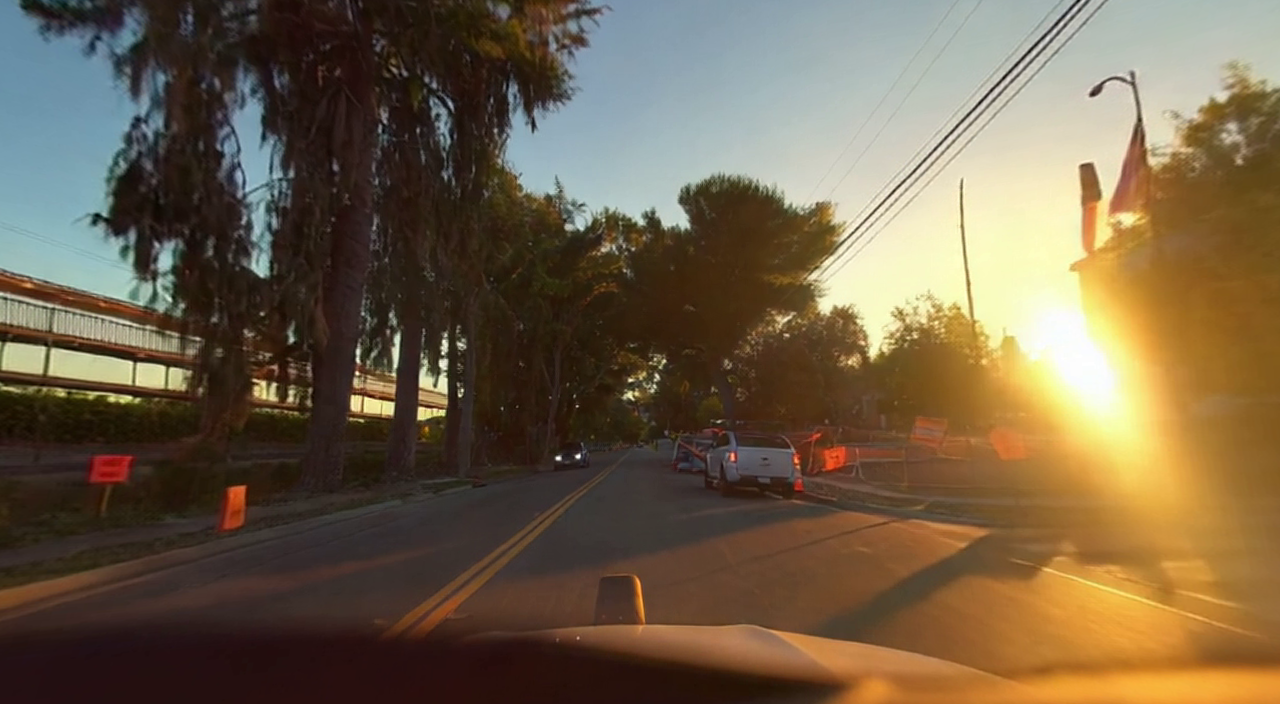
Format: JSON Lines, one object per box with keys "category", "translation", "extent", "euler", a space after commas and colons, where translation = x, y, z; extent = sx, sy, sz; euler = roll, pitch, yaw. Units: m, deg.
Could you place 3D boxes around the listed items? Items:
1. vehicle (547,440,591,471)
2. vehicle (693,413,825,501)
{"category": "vehicle", "translation": [-4.078, 6.023, 36.955], "extent": [2.078, 1.716, 4.367], "euler": [0, -8, 0]}
{"category": "vehicle", "translation": [3.146, 3.003, 18.488], "extent": [2.759, 2.114, 6.152], "euler": [0, -8, 1]}
